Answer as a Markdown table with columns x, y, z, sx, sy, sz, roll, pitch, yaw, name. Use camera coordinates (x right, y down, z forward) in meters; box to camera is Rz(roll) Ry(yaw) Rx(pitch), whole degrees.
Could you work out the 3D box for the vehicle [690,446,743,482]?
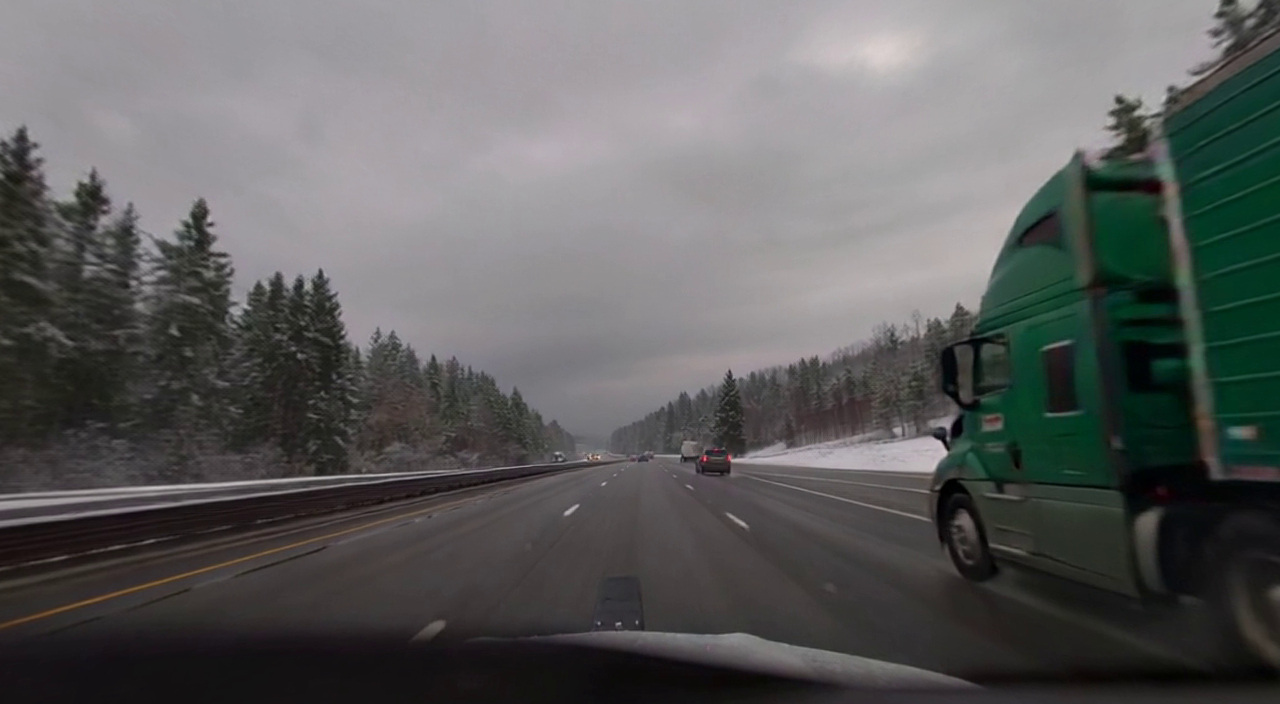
| x | y | z | sx | sy | sz | roll | pitch | yaw | name |
| --- | --- | --- | --- | --- | --- | --- | --- | --- | --- |
| 3.599 | 5.368 | 30.435 | 2.019 | 1.601 | 3.953 | 0 | -9 | -1 | vehicle |
